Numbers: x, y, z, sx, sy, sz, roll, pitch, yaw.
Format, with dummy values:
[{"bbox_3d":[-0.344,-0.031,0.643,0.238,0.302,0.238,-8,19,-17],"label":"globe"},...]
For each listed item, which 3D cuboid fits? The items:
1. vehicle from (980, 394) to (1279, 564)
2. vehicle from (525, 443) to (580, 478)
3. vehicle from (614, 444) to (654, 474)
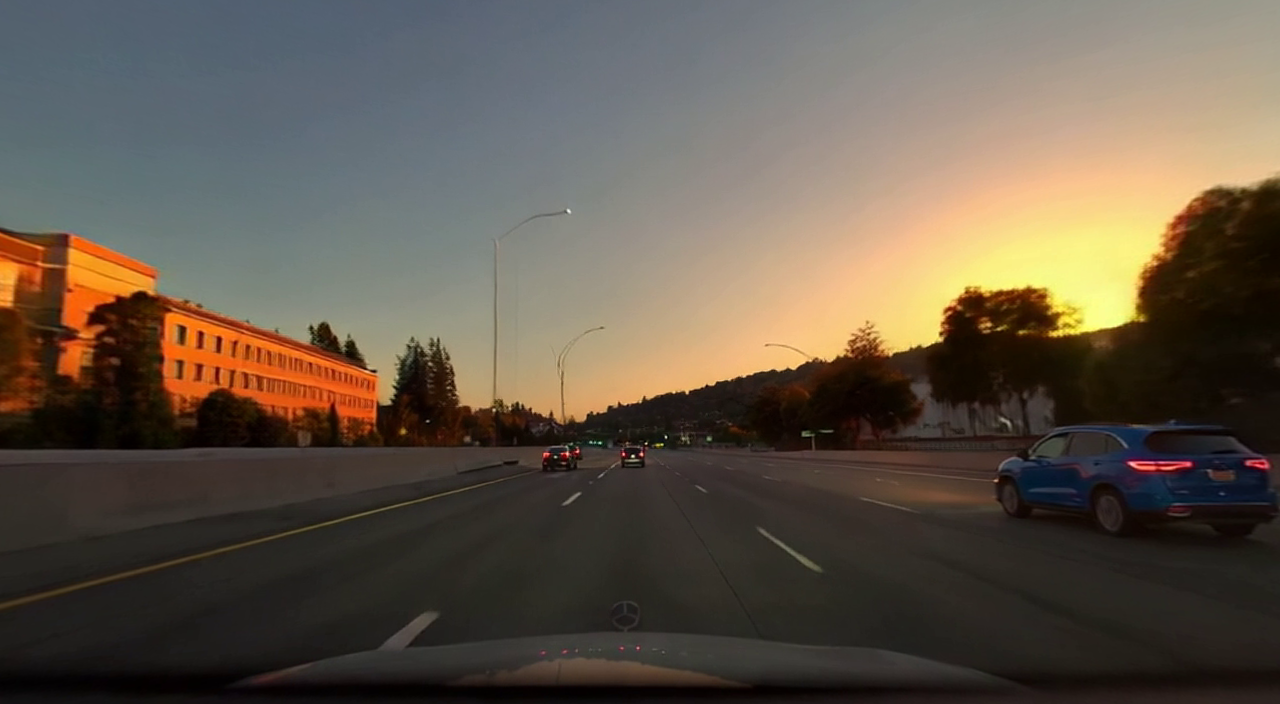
[{"bbox_3d":[7.322,1.704,9.177,2.028,1.801,4.741,0,-9,-1],"label":"vehicle"},{"bbox_3d":[-3.942,5.000,29.348,1.886,1.465,4.625,0,-9,0],"label":"vehicle"},{"bbox_3d":[-0.353,5.638,33.504,1.997,1.485,4.094,0,-9,-1],"label":"vehicle"}]
